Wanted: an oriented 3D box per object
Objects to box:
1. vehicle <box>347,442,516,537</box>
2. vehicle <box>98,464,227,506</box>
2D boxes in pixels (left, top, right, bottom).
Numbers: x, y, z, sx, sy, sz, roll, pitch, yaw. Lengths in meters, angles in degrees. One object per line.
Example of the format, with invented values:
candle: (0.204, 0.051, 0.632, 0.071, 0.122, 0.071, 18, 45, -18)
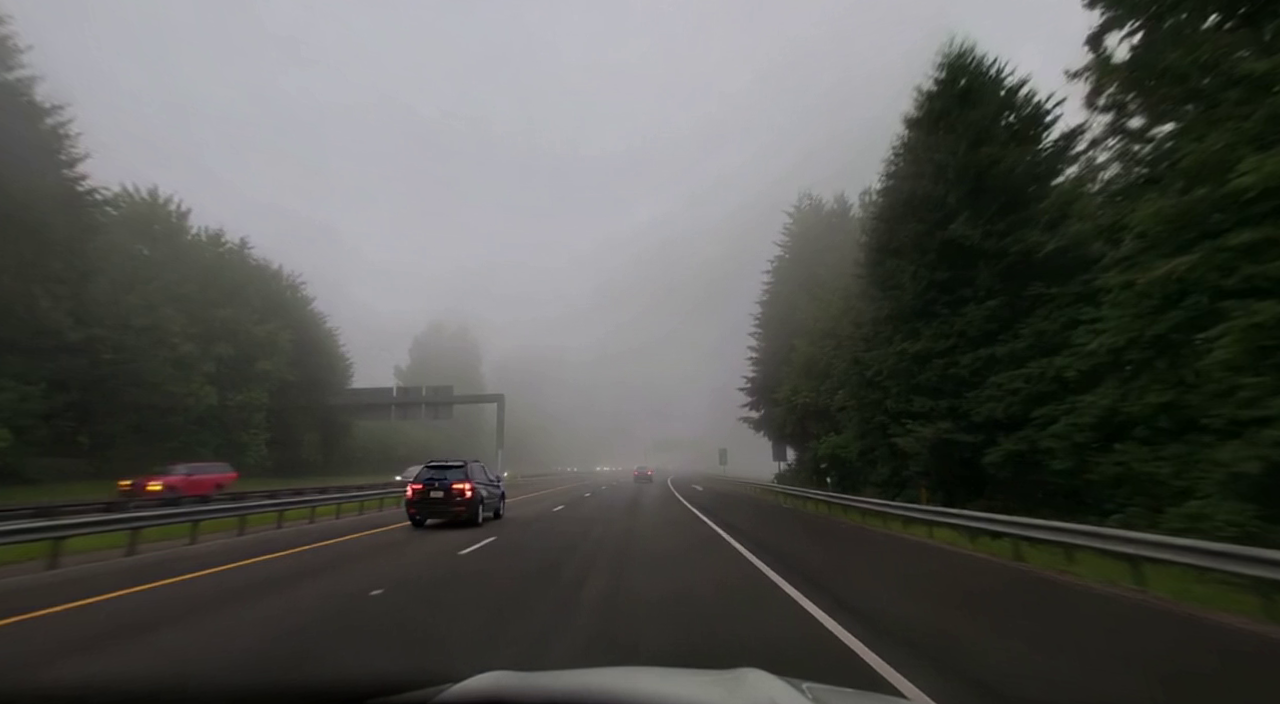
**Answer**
vehicle: (-4.063, 2.775, 13.083, 2.000, 1.594, 3.996, 1, -10, 2)
vehicle: (-18.381, 5.119, 24.494, 1.801, 1.460, 3.905, 1, -10, 2)
